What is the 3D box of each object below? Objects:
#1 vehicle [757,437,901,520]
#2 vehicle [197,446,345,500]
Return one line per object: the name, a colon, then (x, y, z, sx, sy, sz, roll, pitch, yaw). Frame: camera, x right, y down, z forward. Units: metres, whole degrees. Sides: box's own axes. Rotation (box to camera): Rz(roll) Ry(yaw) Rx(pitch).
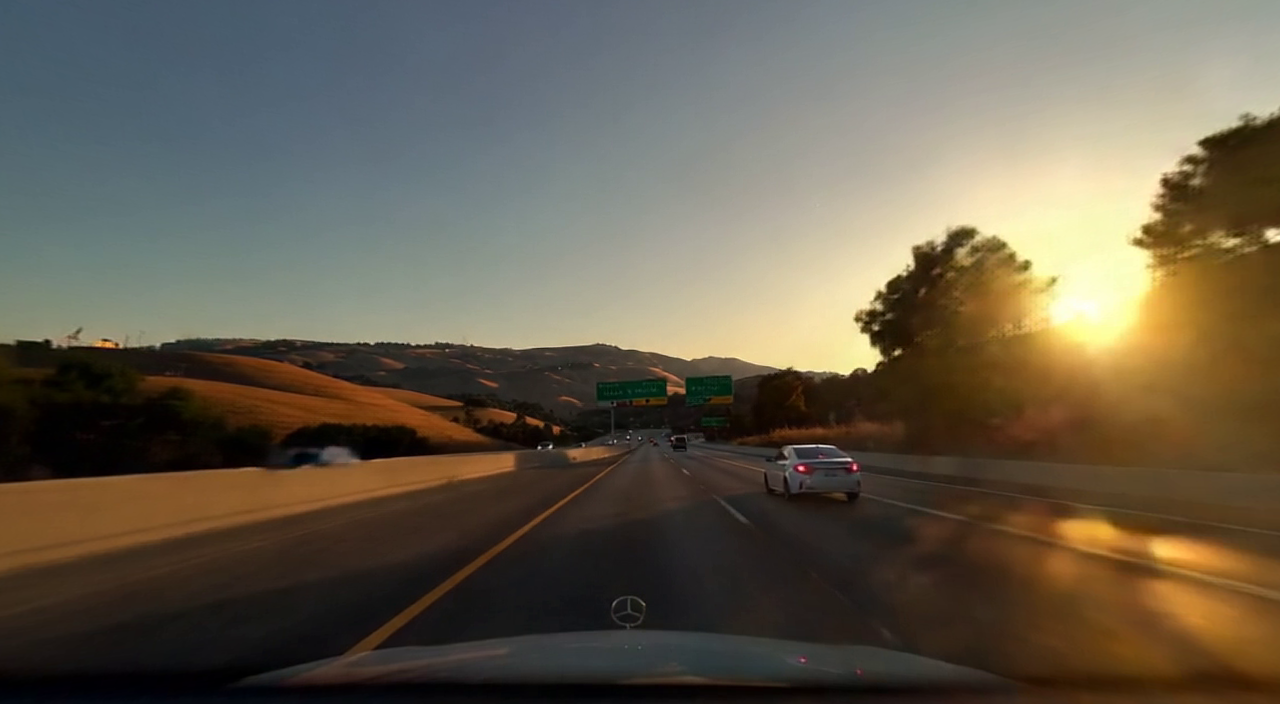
vehicle: (3.616, 2.465, 12.812, 1.683, 1.400, 3.868, 0, -8, -1)
vehicle: (-12.163, 3.992, 21.203, 2.092, 1.559, 4.637, 0, -8, 1)
